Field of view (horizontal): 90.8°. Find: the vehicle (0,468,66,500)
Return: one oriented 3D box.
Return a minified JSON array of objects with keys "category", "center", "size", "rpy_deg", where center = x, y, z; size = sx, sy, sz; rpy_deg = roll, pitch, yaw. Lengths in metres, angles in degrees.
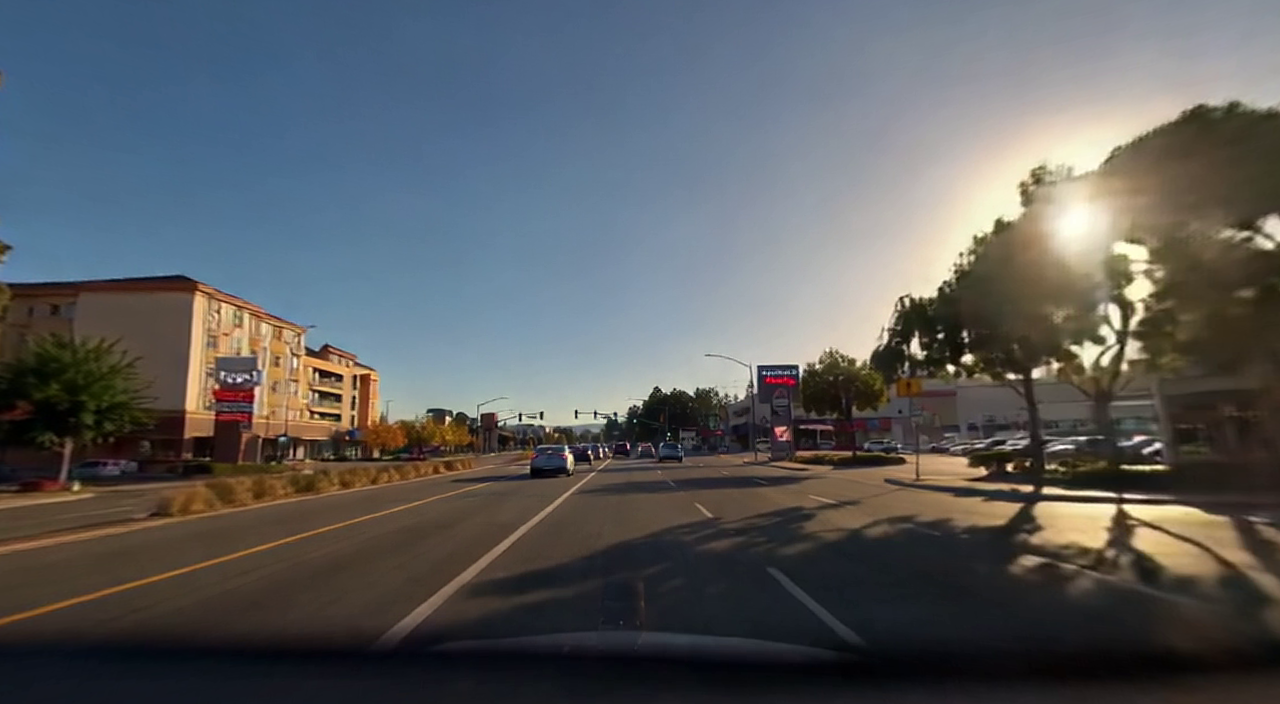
[{"category":"vehicle","center":[-43.919,9.386,45.138],"size":[1.924,1.972,4.181],"rpy_deg":[0,-8,-3]}]

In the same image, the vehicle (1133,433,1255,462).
[{"category":"vehicle","center":[30.284,5.265,34.702],"size":[4.522,1.517,1.943],"rpy_deg":[-4,-9,23]}]

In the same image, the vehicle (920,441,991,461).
[{"category":"vehicle","center":[24.821,7.772,49.852],"size":[4.799,1.497,1.952],"rpy_deg":[-4,-9,22]}]

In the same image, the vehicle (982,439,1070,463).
[{"category":"vehicle","center":[24.718,6.360,40.645],"size":[4.554,1.470,2.020],"rpy_deg":[-4,-9,24]}]

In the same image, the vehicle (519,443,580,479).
[{"category":"vehicle","center":[-4.008,4.880,28.675],"size":[2.097,1.497,4.571],"rpy_deg":[0,-8,0]}]
